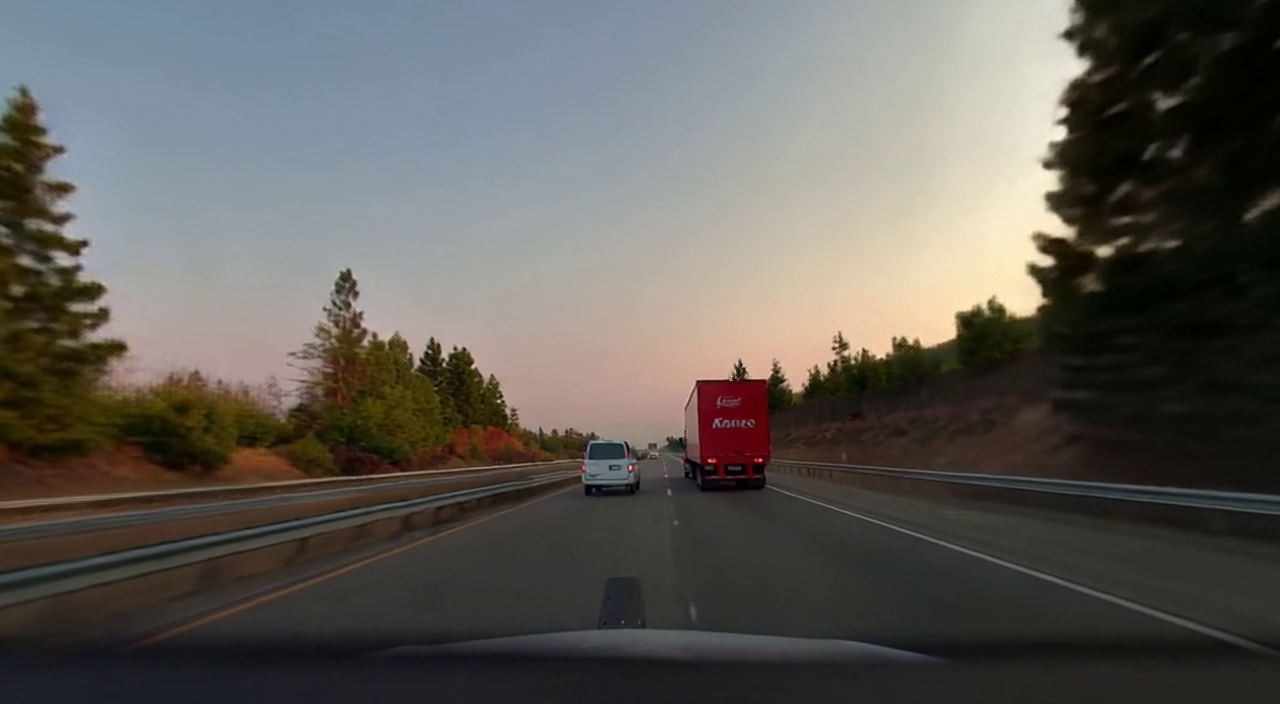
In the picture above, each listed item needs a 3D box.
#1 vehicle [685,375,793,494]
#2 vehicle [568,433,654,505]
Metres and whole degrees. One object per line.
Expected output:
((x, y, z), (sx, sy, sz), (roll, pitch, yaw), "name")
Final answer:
((3.767, 3.749, 27.613), (3.030, 3.985, 12.707), (0, -9, 2), "vehicle")
((-0.710, 3.385, 18.581), (2.105, 1.865, 4.102), (-1, -9, 3), "vehicle")
